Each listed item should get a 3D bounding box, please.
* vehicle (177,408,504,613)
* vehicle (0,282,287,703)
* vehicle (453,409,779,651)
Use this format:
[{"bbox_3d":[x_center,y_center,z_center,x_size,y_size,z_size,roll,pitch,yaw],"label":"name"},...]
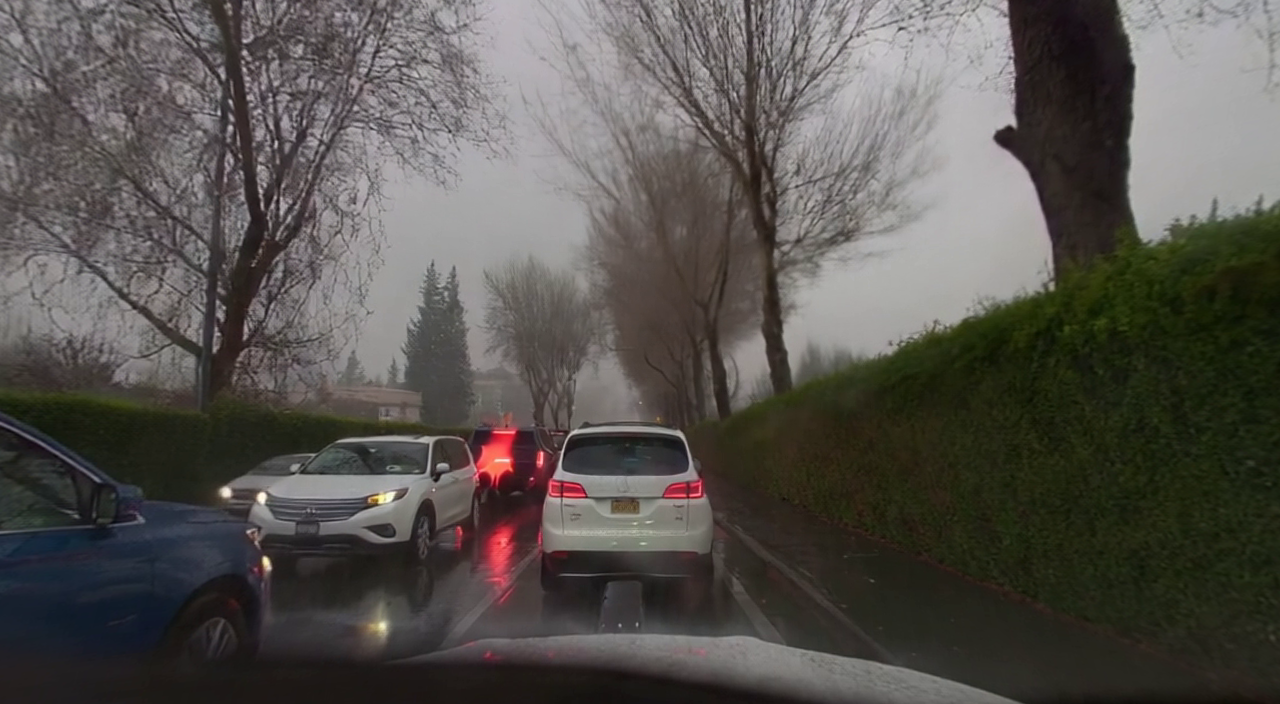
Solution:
[{"bbox_3d":[-3.419,1.848,8.317,2.256,1.728,4.421,-6,-8,-2],"label":"vehicle"},{"bbox_3d":[-3.286,0.675,1.266,2.205,1.913,5.327,-6,-8,-2],"label":"vehicle"},{"bbox_3d":[-0.181,1.496,6.241,2.154,1.581,4.007,0,-9,-1],"label":"vehicle"}]
